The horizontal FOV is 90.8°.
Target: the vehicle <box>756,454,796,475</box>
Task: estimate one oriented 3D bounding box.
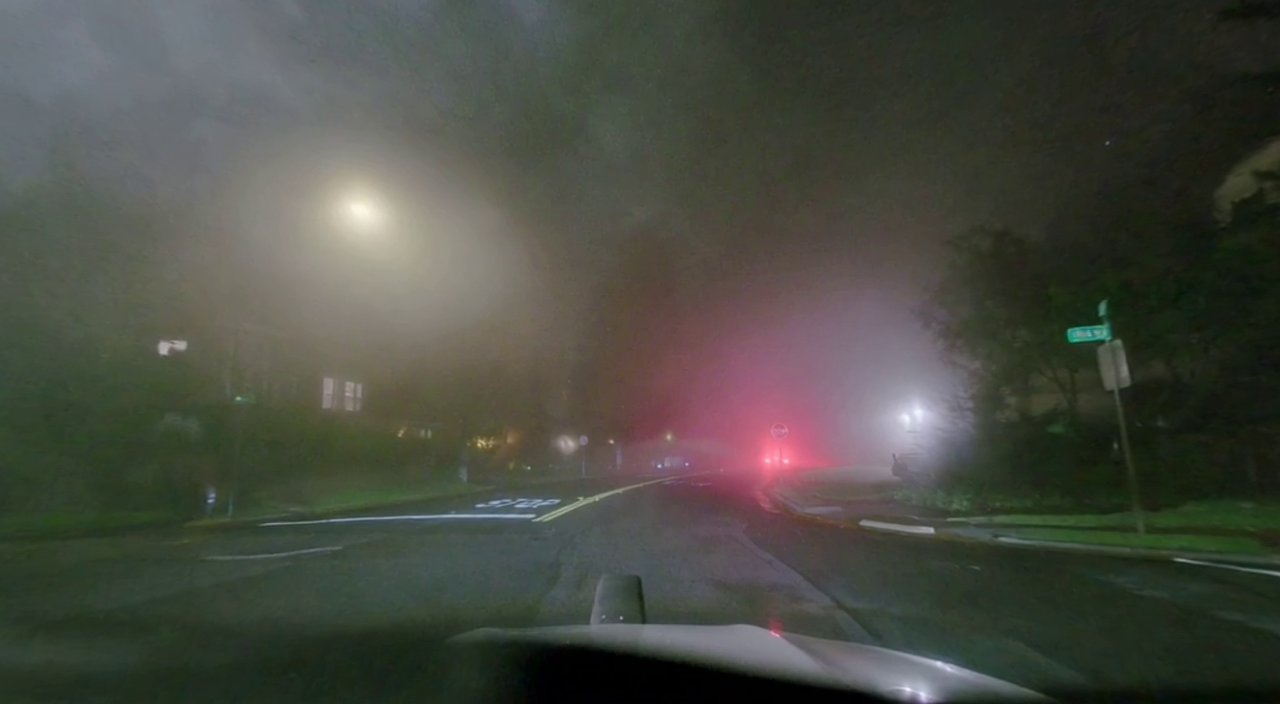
[{"bbox_3d":[10.487,8.575,48.460,2.045,1.478,4.914,-4,-9,23],"label":"vehicle"}]
